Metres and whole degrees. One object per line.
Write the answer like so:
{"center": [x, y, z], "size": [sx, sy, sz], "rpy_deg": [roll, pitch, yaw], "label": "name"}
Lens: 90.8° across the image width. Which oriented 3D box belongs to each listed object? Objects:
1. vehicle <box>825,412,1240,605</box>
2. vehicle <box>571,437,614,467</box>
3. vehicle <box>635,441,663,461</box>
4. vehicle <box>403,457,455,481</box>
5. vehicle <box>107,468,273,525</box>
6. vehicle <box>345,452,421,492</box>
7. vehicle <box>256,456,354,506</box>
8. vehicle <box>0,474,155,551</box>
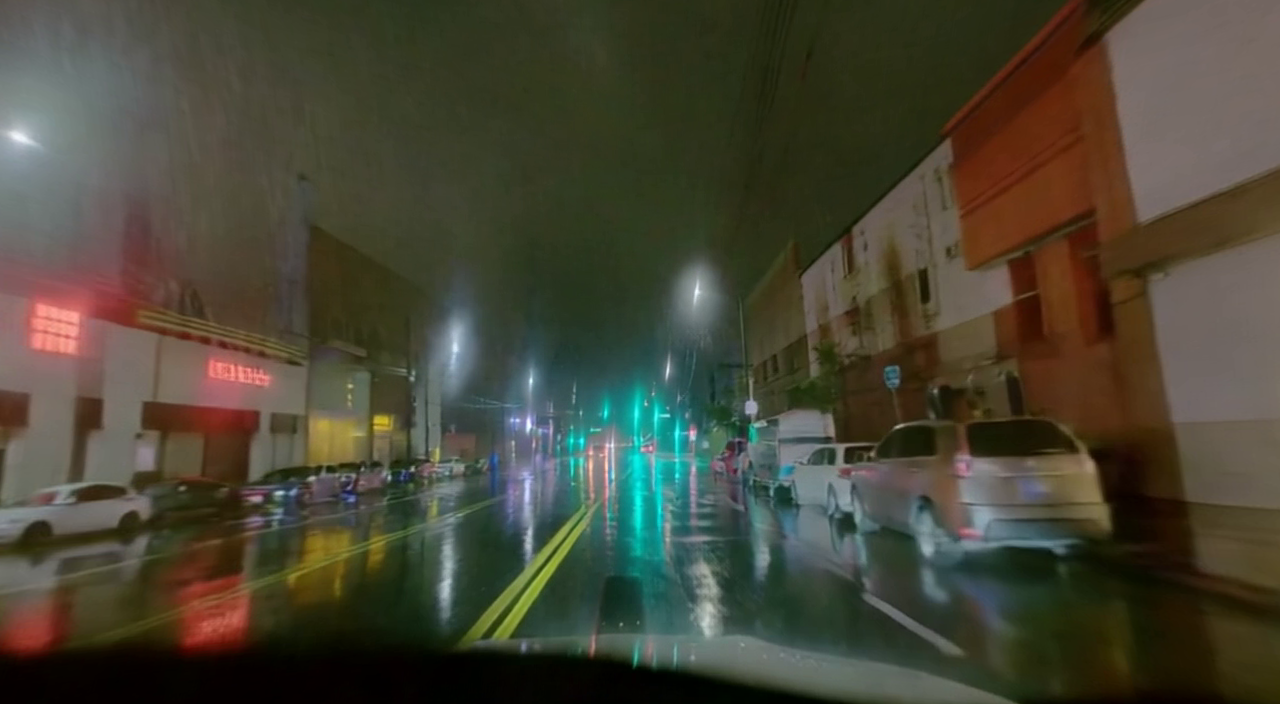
{"center": [3.788, 1.577, 7.339], "size": [1.839, 1.505, 4.566], "rpy_deg": [0, -8, -1], "label": "vehicle"}
{"center": [-3.056, 6.563, 41.578], "size": [2.348, 1.831, 4.737], "rpy_deg": [0, -8, 1], "label": "vehicle"}
{"center": [0.672, 7.745, 49.341], "size": [2.099, 1.470, 4.270], "rpy_deg": [0, -8, 0], "label": "vehicle"}
{"center": [-14.811, 8.206, 44.599], "size": [2.049, 1.496, 4.338], "rpy_deg": [-1, -8, 1], "label": "vehicle"}
{"center": [-15.255, 4.889, 21.864], "size": [2.076, 1.518, 4.981], "rpy_deg": [-1, -8, 0], "label": "vehicle"}
{"center": [-15.102, 7.013, 37.456], "size": [2.124, 1.835, 5.450], "rpy_deg": [-6, -8, 0], "label": "vehicle"}
{"center": [-15.102, 5.795, 28.788], "size": [2.020, 1.695, 4.629], "rpy_deg": [-7, -8, -2], "label": "vehicle"}
{"center": [-15.171, 3.979, 16.021], "size": [1.883, 1.493, 4.880], "rpy_deg": [-1, -8, 0], "label": "vehicle"}
